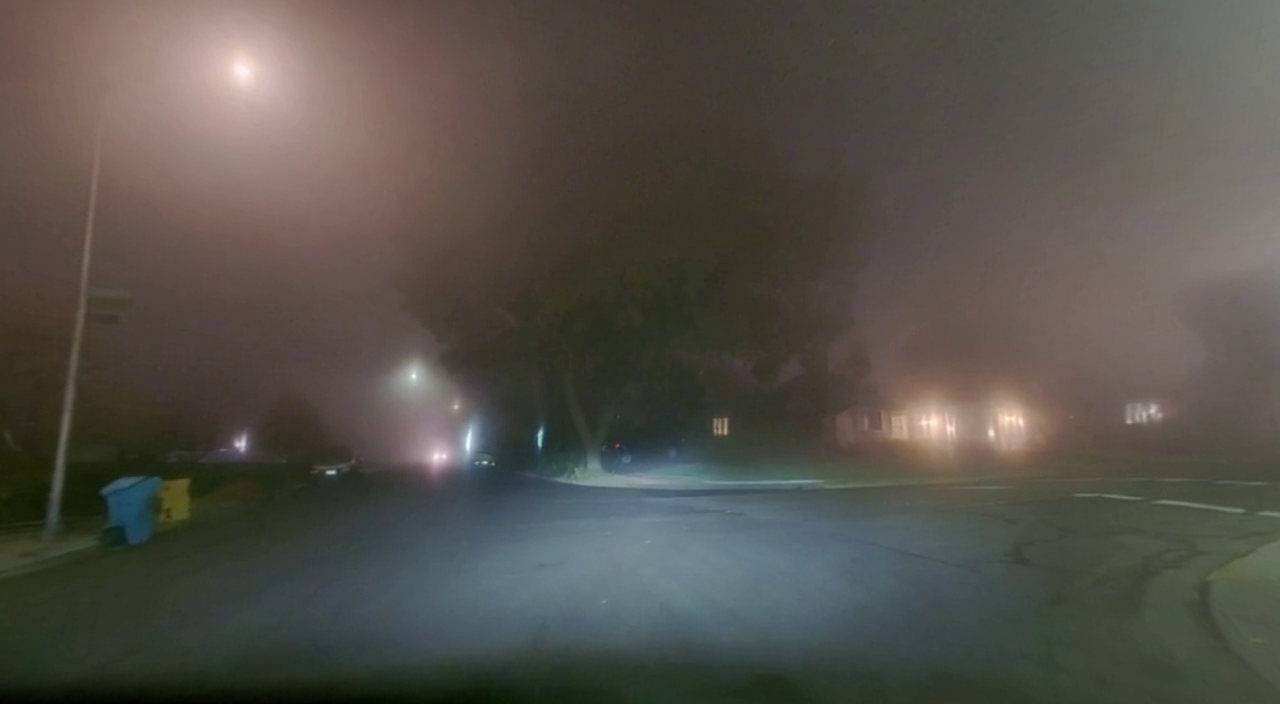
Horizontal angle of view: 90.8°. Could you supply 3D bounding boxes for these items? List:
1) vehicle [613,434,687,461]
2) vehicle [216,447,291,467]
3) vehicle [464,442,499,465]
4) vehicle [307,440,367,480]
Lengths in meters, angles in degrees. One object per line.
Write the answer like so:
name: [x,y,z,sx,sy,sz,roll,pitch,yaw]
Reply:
vehicle: [0.624,6.002,39.821,4.241,1.597,1.833,3,-9,-19]
vehicle: [-29.532,8.029,48.405,4.526,1.487,1.766,3,-9,-18]
vehicle: [-12.081,7.696,47.933,2.109,1.676,4.037,3,-9,-19]
vehicle: [-15.464,5.505,32.476,2.152,1.826,4.725,3,-9,-19]
